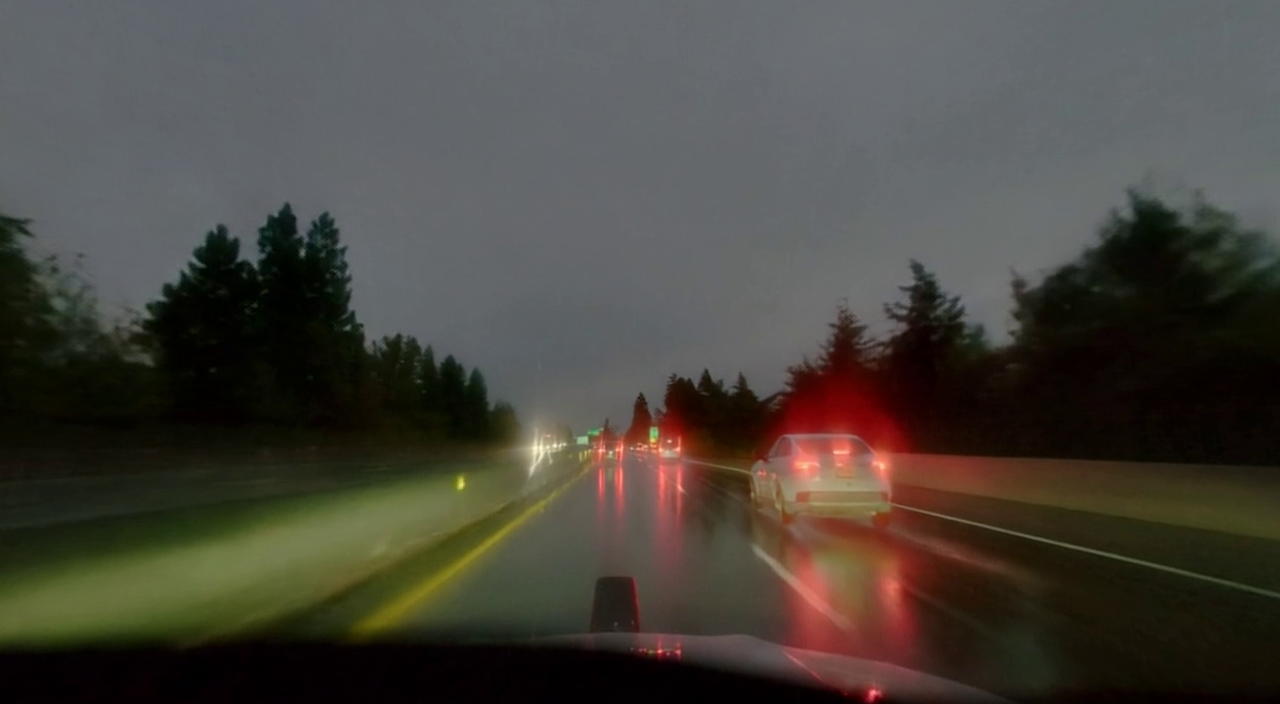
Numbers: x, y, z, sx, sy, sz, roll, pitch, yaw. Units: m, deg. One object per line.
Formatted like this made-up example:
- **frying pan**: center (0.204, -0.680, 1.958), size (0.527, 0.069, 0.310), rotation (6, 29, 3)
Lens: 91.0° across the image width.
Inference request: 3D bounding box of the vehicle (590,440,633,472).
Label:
- **vehicle**: center (-1.576, 5.551, 33.949), size (2.178, 1.559, 4.254), rotation (0, -8, -3)

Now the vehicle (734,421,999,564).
- **vehicle**: center (2.921, 1.927, 9.610), size (2.055, 1.566, 5.046), rotation (0, -8, -1)

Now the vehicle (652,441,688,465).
- **vehicle**: center (1.956, 6.817, 42.774), size (2.146, 1.546, 3.796), rotation (0, -8, -2)
